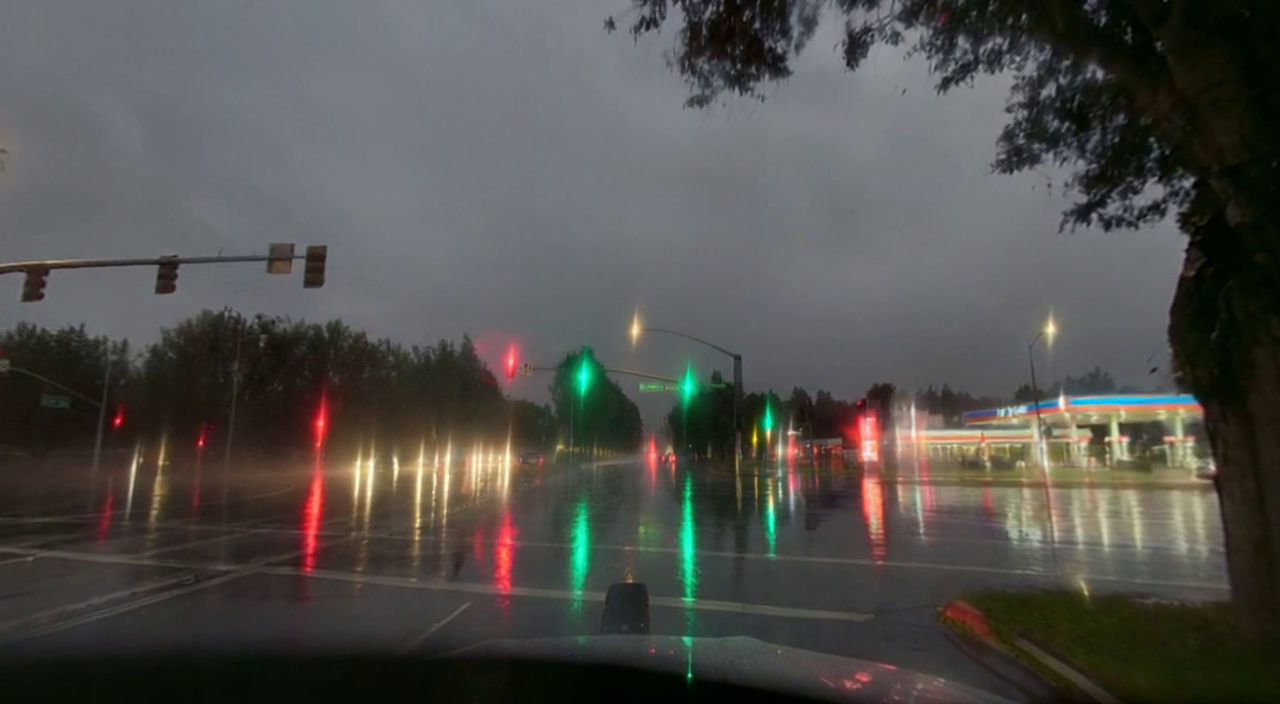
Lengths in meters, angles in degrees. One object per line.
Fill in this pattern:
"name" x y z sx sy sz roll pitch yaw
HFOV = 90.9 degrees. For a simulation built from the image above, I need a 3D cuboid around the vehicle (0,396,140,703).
"vehicle" -3.053 0.621 0.168 2.041 1.483 4.533 0 -8 1
